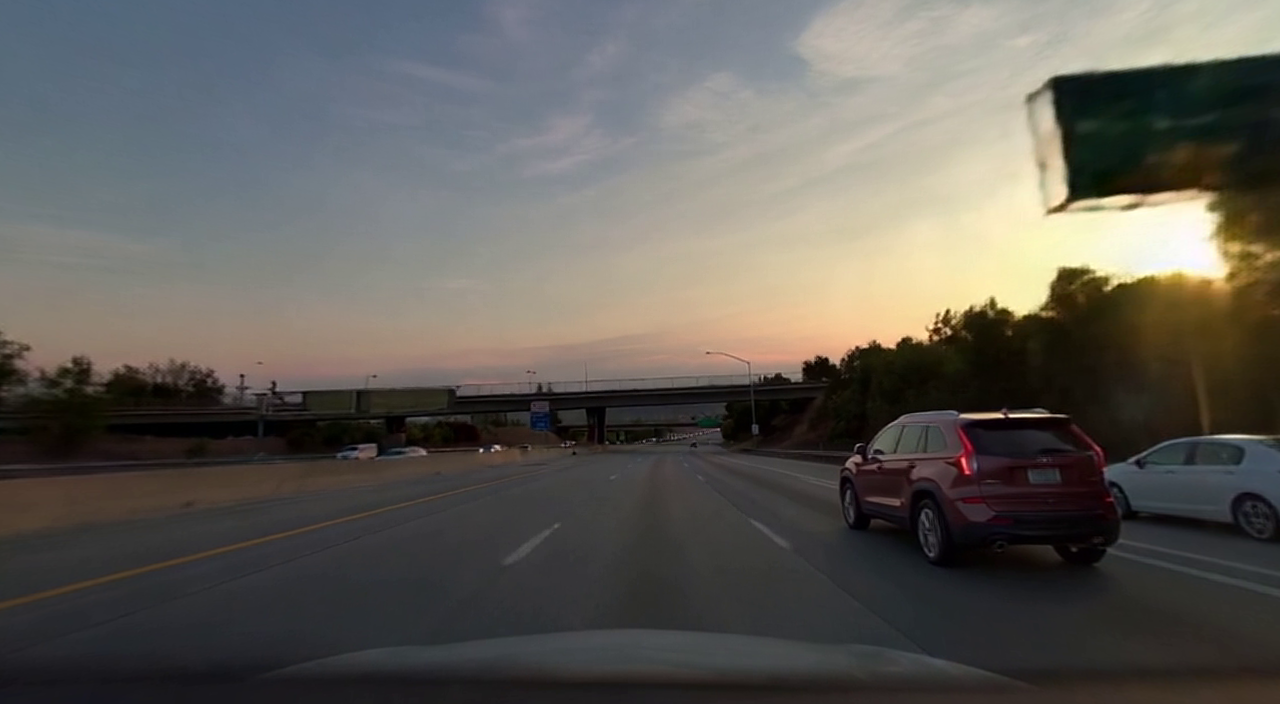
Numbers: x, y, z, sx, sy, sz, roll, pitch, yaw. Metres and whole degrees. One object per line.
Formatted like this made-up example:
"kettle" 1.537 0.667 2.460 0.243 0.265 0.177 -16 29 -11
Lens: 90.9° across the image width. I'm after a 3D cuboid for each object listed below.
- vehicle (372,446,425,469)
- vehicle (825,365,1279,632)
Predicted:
"vehicle" -16.569 7.243 43.435 1.806 1.484 4.367 -1 -8 2
"vehicle" 3.591 1.281 6.459 2.019 1.732 4.579 0 -8 1
